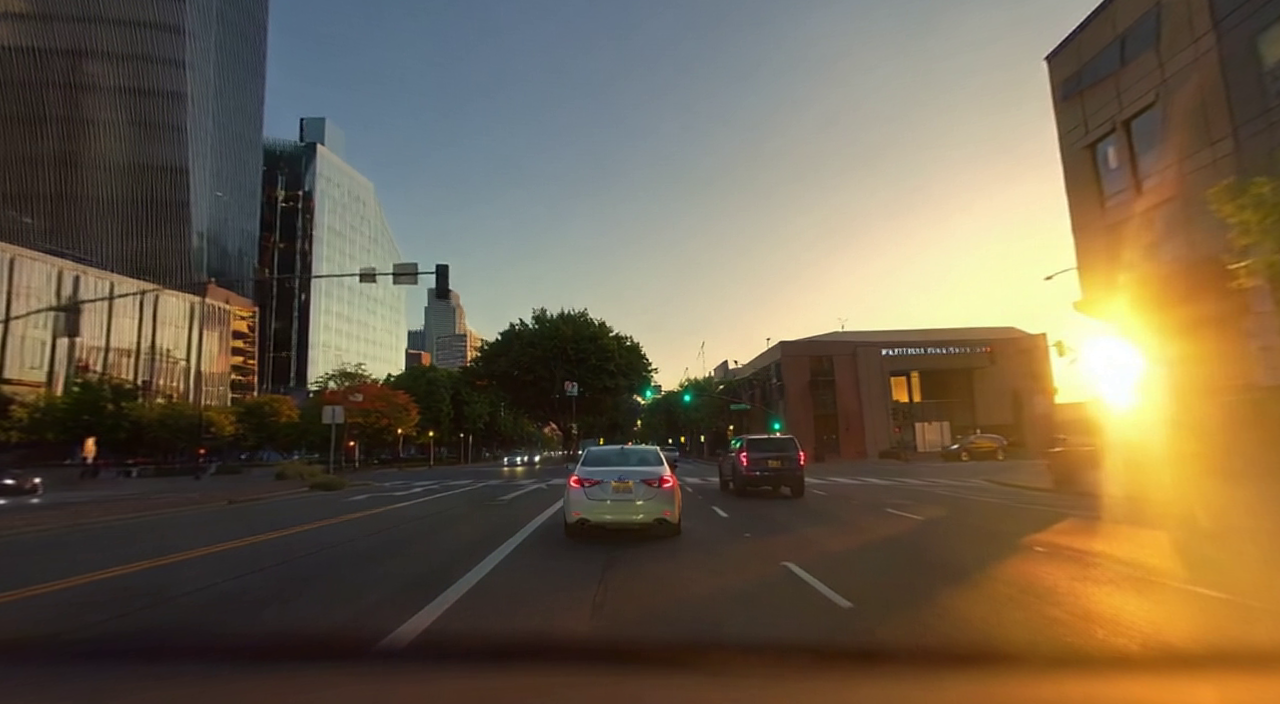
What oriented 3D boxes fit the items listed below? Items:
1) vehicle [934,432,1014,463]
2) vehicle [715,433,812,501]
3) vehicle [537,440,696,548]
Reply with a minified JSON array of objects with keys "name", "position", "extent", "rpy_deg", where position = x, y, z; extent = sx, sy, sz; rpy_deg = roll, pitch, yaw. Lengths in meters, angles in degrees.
[{"name":"vehicle","position":[24.281,7.015,46.080],"extent":[4.384,2.000,2.345],"rpy_deg":[1,-13,-4]},{"name":"vehicle","position":[3.590,3.376,19.156],"extent":[2.078,1.799,4.089],"rpy_deg":[1,-8,-1]},{"name":"vehicle","position":[-0.346,2.207,10.589],"extent":[2.144,1.398,3.963],"rpy_deg":[1,-8,-1]}]
